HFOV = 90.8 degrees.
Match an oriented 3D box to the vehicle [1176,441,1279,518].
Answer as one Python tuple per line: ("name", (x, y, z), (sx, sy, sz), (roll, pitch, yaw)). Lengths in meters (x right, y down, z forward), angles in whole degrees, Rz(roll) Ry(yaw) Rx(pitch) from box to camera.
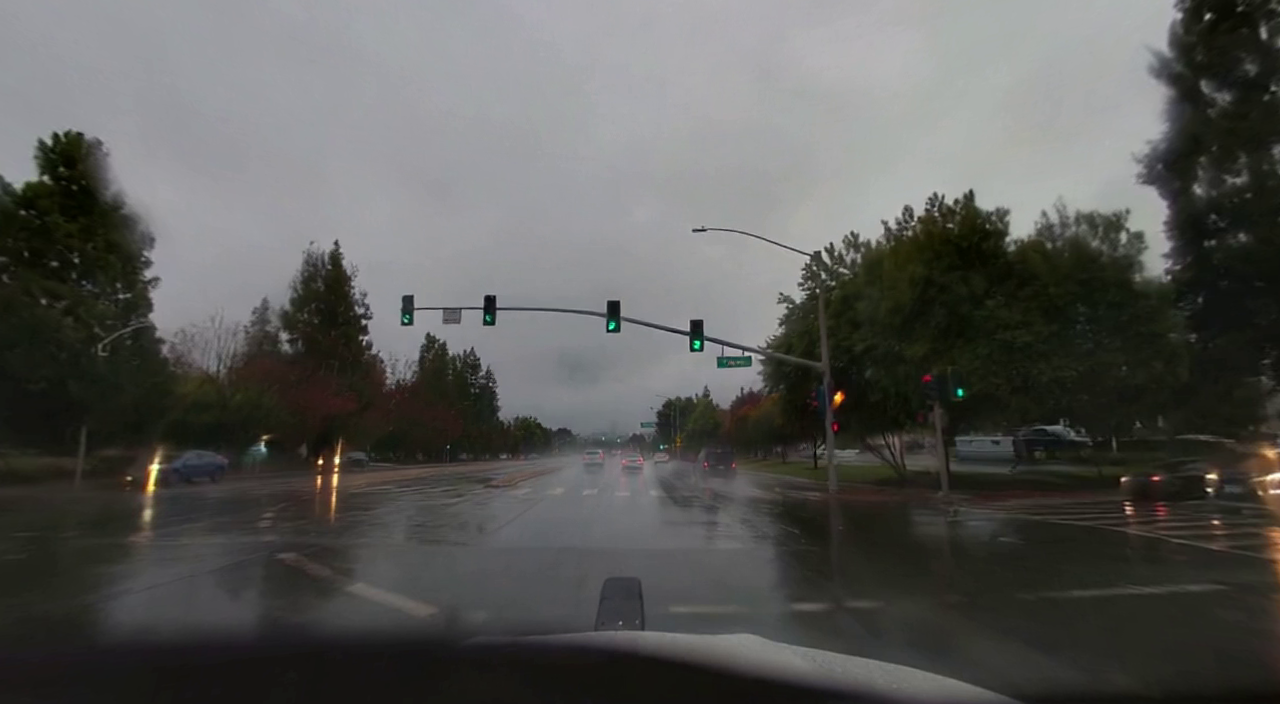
("vehicle", (15.179, 2.840, 14.334), (4.096, 1.605, 2.072), (0, -9, 0))

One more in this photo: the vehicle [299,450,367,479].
("vehicle", (-19.411, 7.128, 40.192), (2.048, 1.686, 4.427), (0, -9, 0))

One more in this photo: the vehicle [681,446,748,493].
("vehicle", (3.034, 4.877, 26.692), (2.181, 1.781, 4.257), (0, -9, -1))

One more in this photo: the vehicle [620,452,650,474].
("vehicle", (-0.378, 8.020, 45.717), (2.039, 1.455, 3.826), (0, -8, -1))

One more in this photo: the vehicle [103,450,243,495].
("vehicle", (-22.995, 5.914, 31.554), (2.598, 1.924, 5.802), (-1, -8, 0))
